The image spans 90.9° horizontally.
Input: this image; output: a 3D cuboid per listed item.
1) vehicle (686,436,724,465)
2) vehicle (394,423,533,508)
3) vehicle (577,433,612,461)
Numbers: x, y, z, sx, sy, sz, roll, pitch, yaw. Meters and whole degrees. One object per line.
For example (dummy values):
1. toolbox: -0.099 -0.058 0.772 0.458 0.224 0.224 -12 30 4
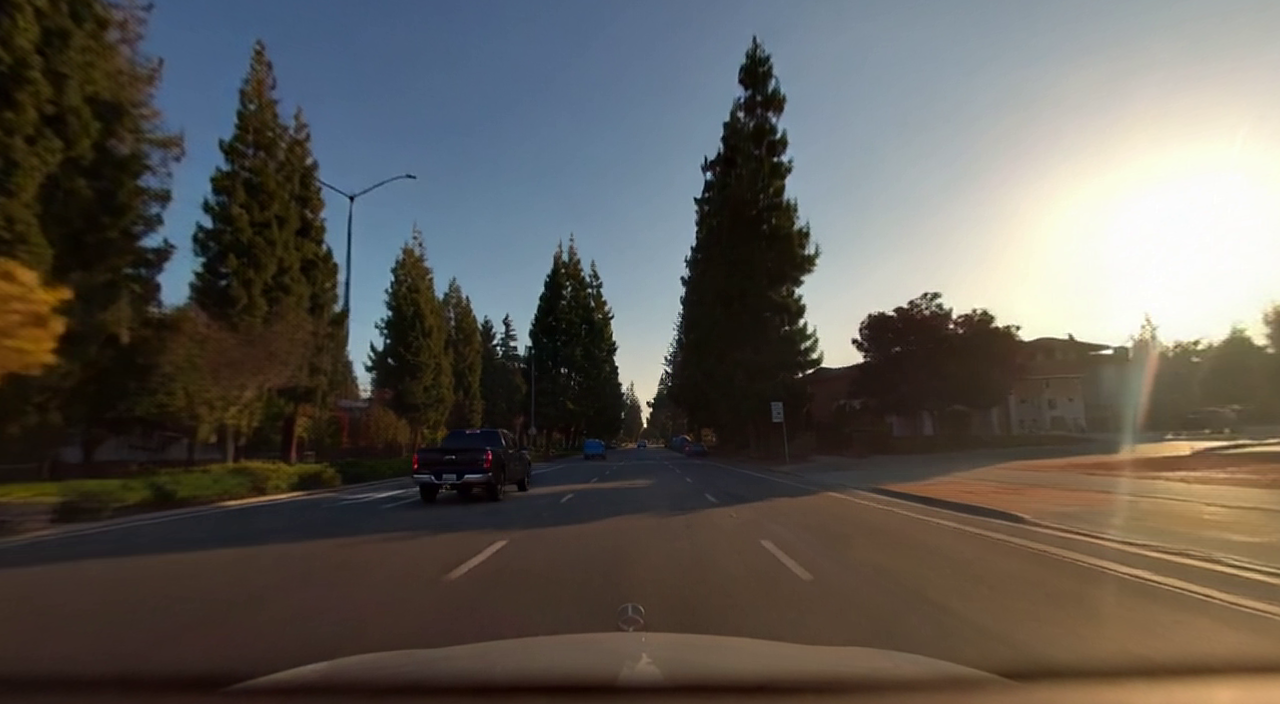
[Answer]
1. vehicle: 4.089 6.237 40.028 2.016 1.736 4.356 0 -8 1
2. vehicle: -4.080 2.713 15.522 2.002 1.747 4.728 0 -8 0
3. vehicle: -3.428 7.249 48.214 2.230 1.987 4.385 0 -8 2
